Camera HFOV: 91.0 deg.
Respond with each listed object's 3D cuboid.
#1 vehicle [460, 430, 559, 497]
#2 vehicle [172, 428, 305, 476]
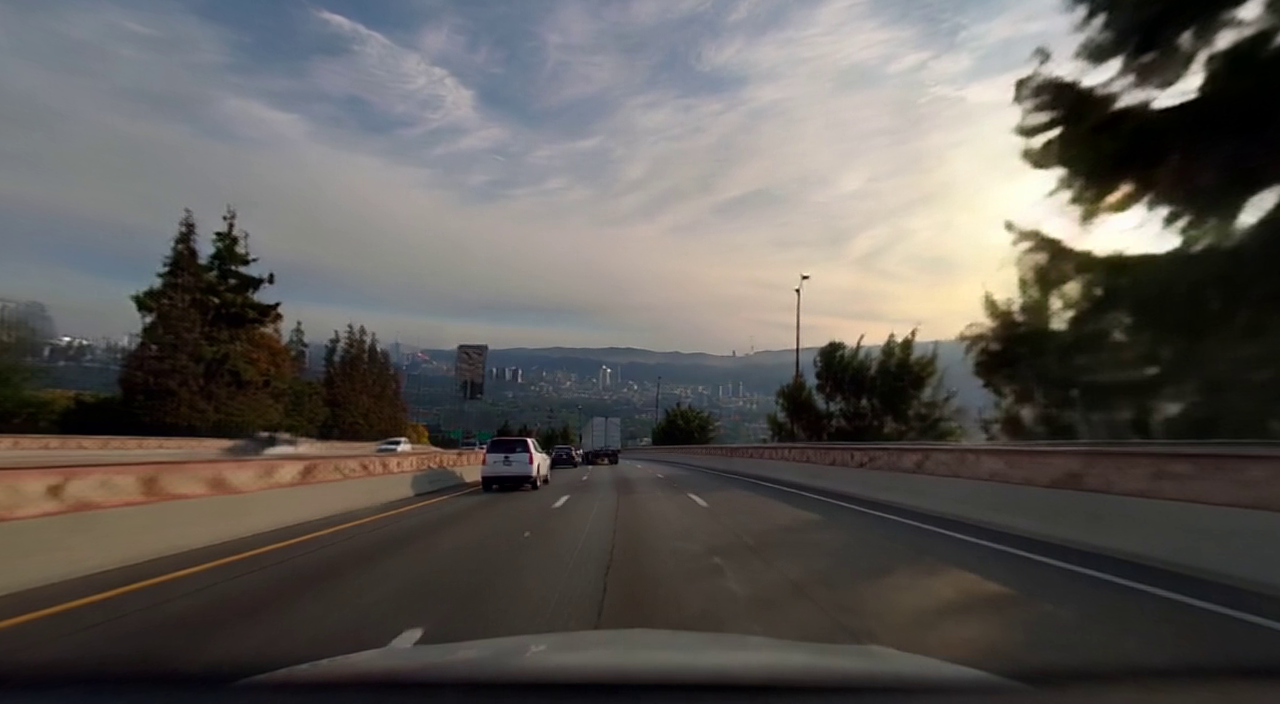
[{"bbox_3d":[-3.704,3.254,18.734,2.041,1.734,4.391,0,-9,-1],"label":"vehicle"},{"bbox_3d":[-13.929,3.527,22.225,1.953,1.501,4.268,0,-9,-2],"label":"vehicle"}]
